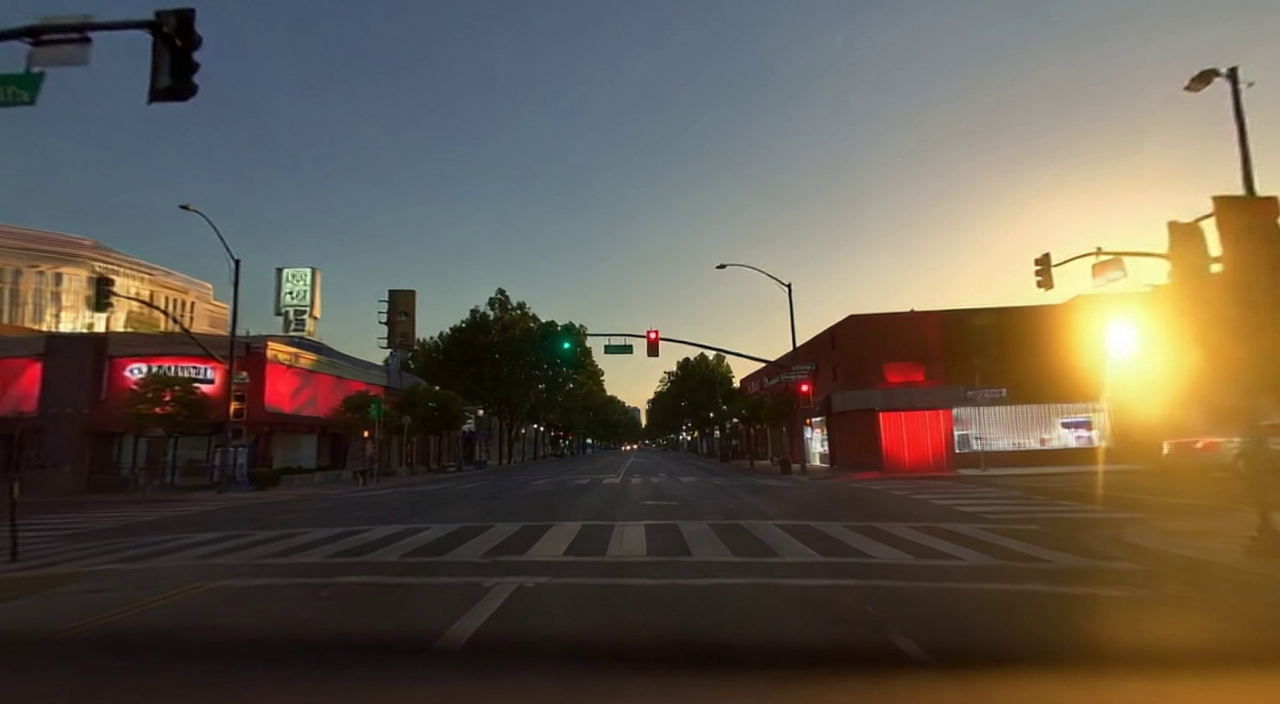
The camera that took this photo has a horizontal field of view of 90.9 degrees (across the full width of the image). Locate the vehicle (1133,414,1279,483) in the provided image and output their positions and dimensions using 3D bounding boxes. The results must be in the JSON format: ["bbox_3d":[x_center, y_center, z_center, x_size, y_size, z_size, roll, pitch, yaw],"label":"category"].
[{"bbox_3d":[16.950,2.660,17.458,4.836,1.795,1.957,0,-8,0],"label":"vehicle"}]
